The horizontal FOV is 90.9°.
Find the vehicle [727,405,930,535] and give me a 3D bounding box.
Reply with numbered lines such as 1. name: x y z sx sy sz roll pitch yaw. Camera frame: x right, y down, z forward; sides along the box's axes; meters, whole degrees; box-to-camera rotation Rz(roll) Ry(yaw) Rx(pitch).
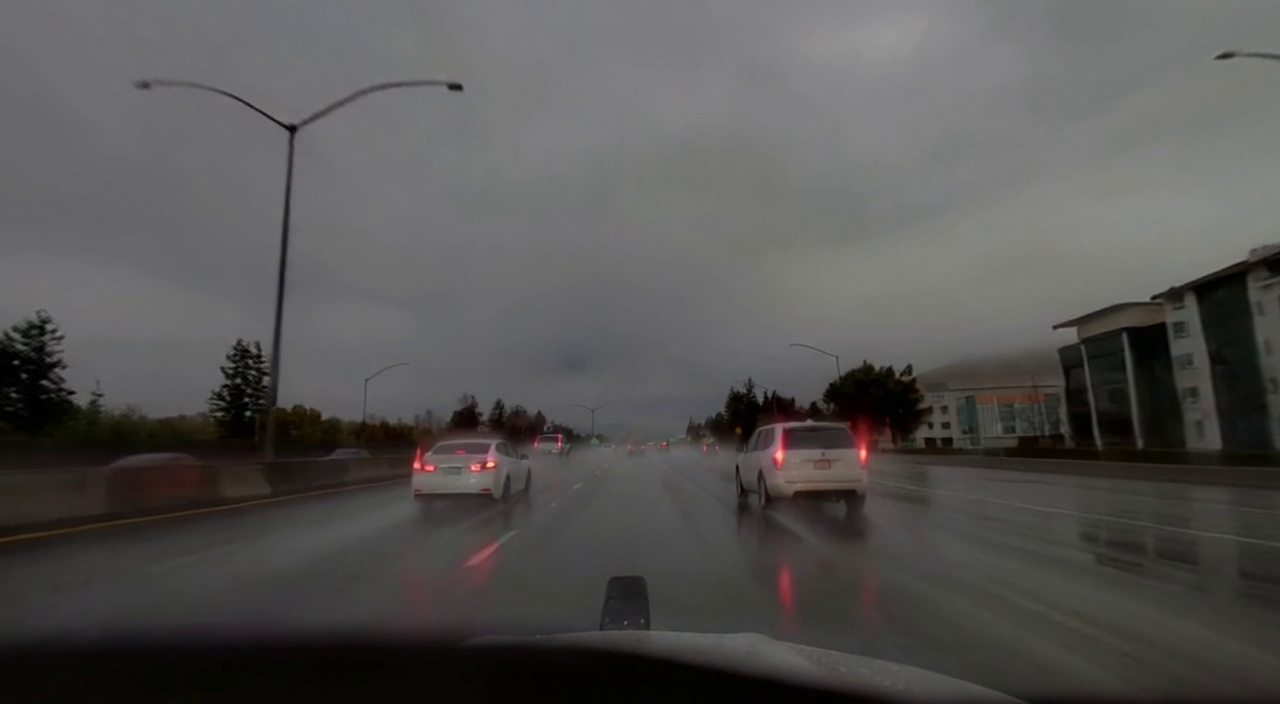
1. vehicle: 3.063 2.058 11.585 2.148 1.852 4.835 0 -8 -1

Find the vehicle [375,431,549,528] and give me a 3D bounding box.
1. vehicle: -3.234 2.418 12.630 2.080 1.542 4.718 -1 -8 1
